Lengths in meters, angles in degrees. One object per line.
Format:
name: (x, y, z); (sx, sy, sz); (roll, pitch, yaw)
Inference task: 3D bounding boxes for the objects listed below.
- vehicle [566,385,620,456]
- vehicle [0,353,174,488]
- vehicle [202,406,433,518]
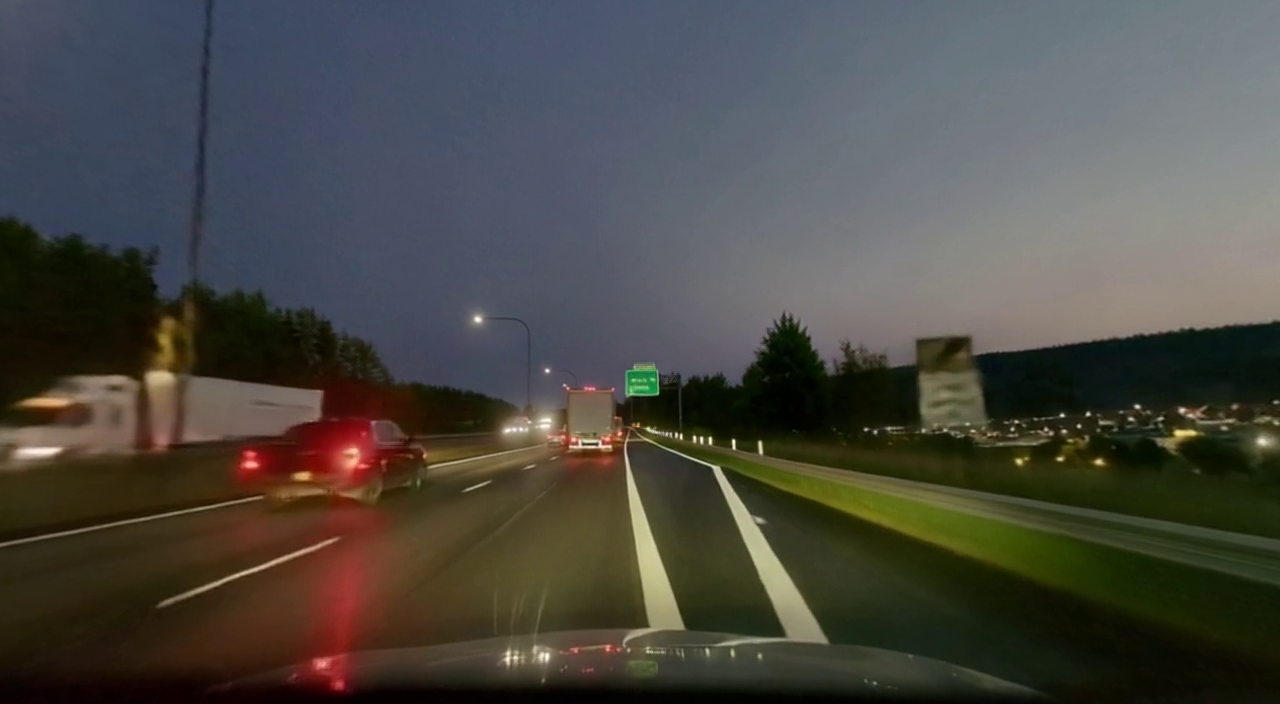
vehicle: (-2.637, 4.216, 38.129); (2.855, 3.741, 8.587); (1, -7, -2)
vehicle: (-19.357, 2.360, 21.130); (2.953, 3.896, 5.885); (0, -8, -3)
vehicle: (-5.489, 1.920, 11.543); (2.068, 1.647, 4.321); (0, -8, -2)
